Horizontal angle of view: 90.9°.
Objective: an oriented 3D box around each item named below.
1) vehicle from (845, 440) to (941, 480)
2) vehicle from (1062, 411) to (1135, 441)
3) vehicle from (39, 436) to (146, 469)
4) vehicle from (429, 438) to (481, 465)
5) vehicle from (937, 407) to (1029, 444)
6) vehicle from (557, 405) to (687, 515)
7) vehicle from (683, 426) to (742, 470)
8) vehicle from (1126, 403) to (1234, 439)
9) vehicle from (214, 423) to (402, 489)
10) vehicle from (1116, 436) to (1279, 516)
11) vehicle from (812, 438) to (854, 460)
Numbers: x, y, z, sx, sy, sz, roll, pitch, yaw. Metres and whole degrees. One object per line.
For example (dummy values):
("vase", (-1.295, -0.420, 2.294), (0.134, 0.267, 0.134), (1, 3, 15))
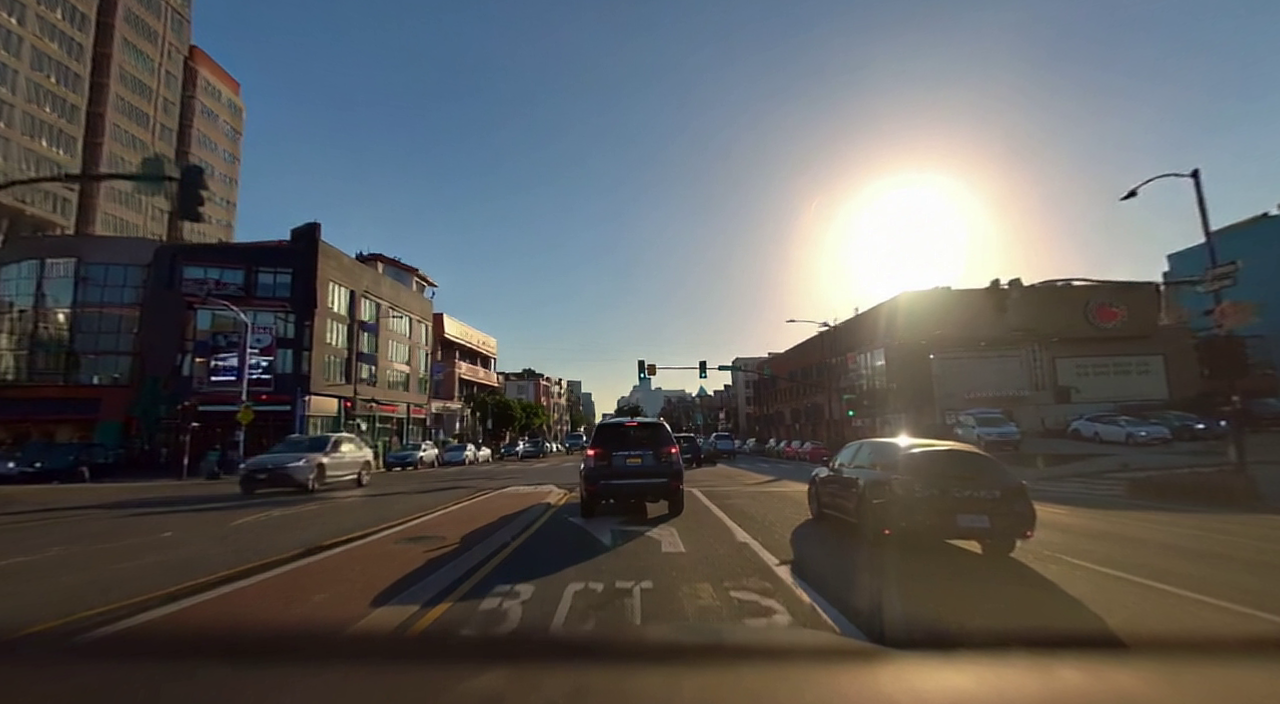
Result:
("vehicle", (9.858, 4.223, 24.998), (1.863, 1.426, 4.494), (0, -8, -1))
("vehicle", (24.506, 3.942, 33.824), (1.422, 1.496, 3.318), (1, -6, 1))
("vehicle", (-31.709, 5.917, 36.815), (2.060, 1.732, 5.462), (1, -11, -9))
("vehicle", (-12.523, 6.746, 43.000), (1.993, 1.708, 5.219), (0, -8, 0))
("vehicle", (18.640, 4.120, 34.605), (2.123, 1.884, 5.170), (0, -8, 1))
("vehicle", (-0.356, 2.292, 13.779), (2.242, 1.812, 4.993), (-3, -8, -1))
("vehicle", (3.412, 4.664, 30.720), (2.115, 1.932, 5.189), (0, -8, -1))
("vehicle", (29.389, 3.711, 34.523), (1.913, 1.651, 4.727), (3, -3, 2))
("vehicle", (-10.581, 3.309, 20.334), (4.827, 1.856, 2.291), (7, -11, -42))
("vehicle", (13.753, 2.784, 14.650), (1.734, 1.527, 4.531), (-3, -8, -1))
("vehicle", (14.351, 7.239, 47.137), (1.746, 1.446, 4.475), (-3, -8, 0))
